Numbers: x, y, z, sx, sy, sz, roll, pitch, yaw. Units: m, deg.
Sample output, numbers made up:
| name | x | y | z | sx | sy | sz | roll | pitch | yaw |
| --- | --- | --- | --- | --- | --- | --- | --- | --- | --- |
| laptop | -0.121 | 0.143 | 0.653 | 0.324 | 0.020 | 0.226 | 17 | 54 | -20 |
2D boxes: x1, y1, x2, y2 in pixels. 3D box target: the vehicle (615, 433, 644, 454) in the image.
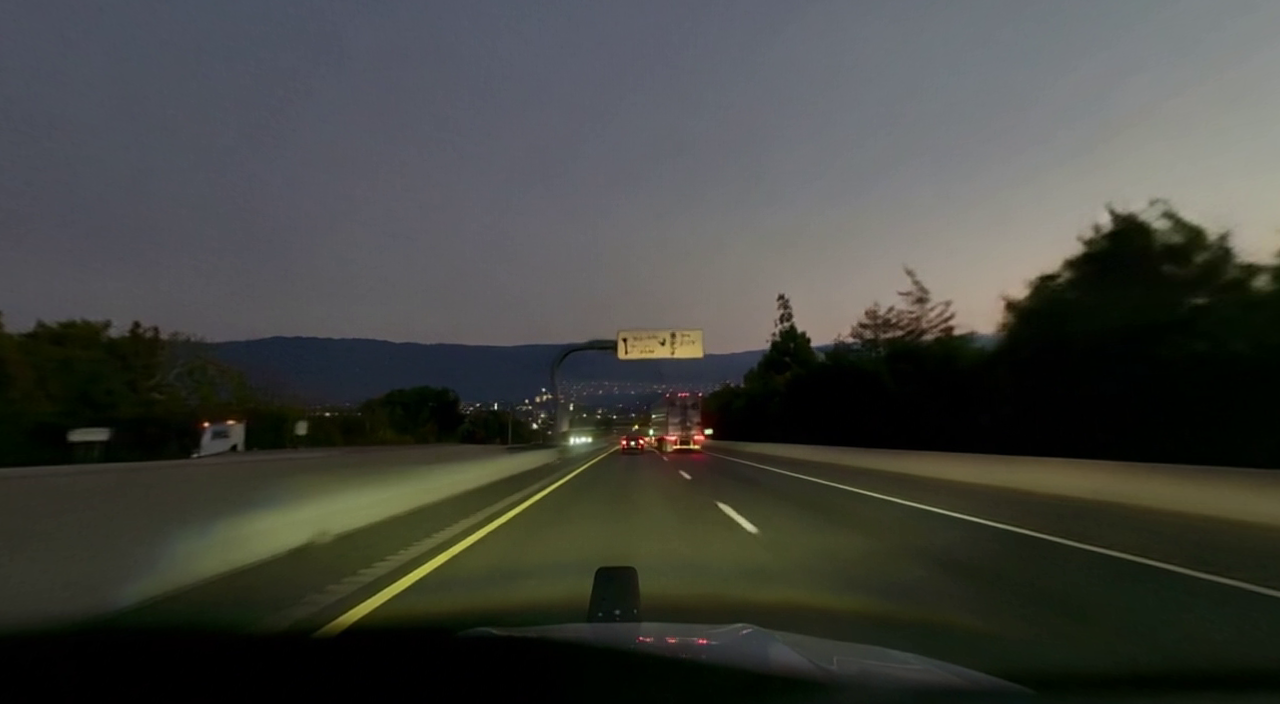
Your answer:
| name | x | y | z | sx | sy | sz | roll | pitch | yaw |
| --- | --- | --- | --- | --- | --- | --- | --- | --- | --- |
| vehicle | -0.807 | 6.879 | 47.513 | 2.095 | 1.557 | 3.963 | 0 | -8 | -1 |
